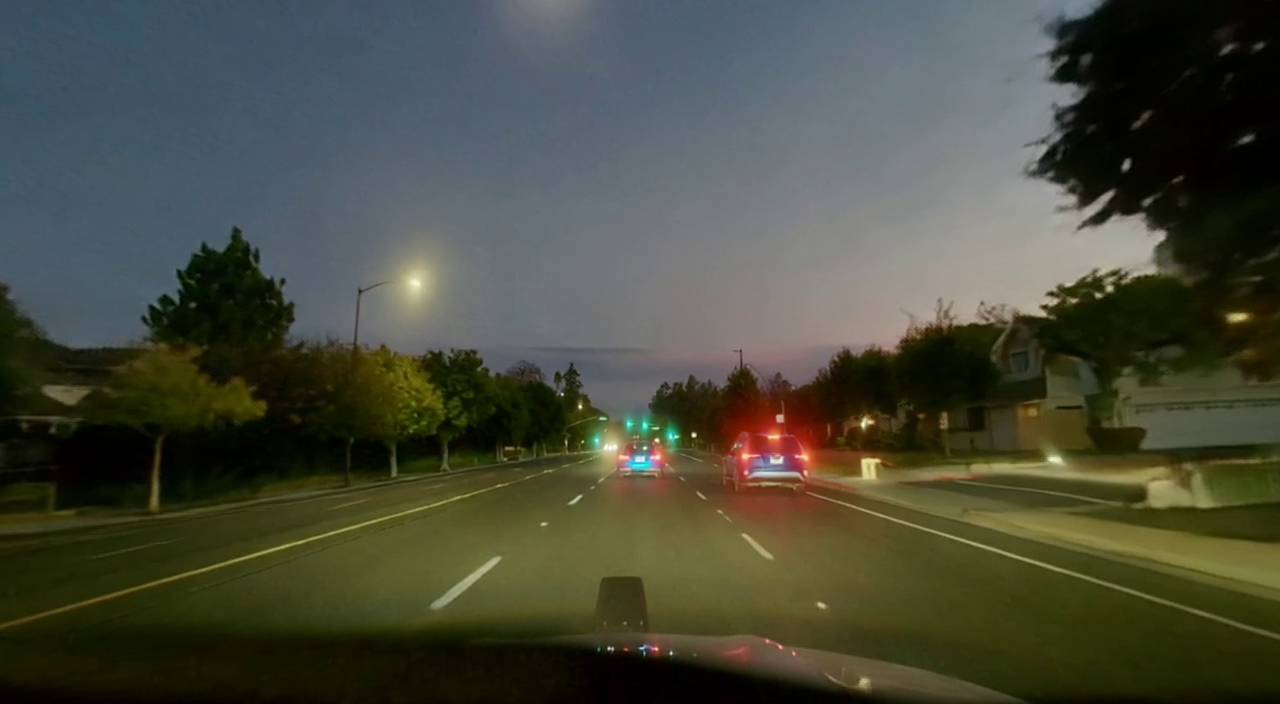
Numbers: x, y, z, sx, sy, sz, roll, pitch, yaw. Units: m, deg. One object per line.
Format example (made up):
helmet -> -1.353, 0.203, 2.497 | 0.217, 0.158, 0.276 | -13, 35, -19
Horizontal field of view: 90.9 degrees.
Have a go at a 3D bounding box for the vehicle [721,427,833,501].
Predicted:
vehicle -> 3.558, 3.002, 17.297 | 2.024, 1.711, 4.512 | 0, -8, 0

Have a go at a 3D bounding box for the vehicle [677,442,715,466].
vehicle -> 3.672, 6.776, 42.058 | 2.099, 1.463, 4.130 | 0, -8, -1

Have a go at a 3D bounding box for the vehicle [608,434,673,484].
vehicle -> 0.028, 3.929, 23.353 | 2.200, 1.653, 4.127 | 0, -8, 0
